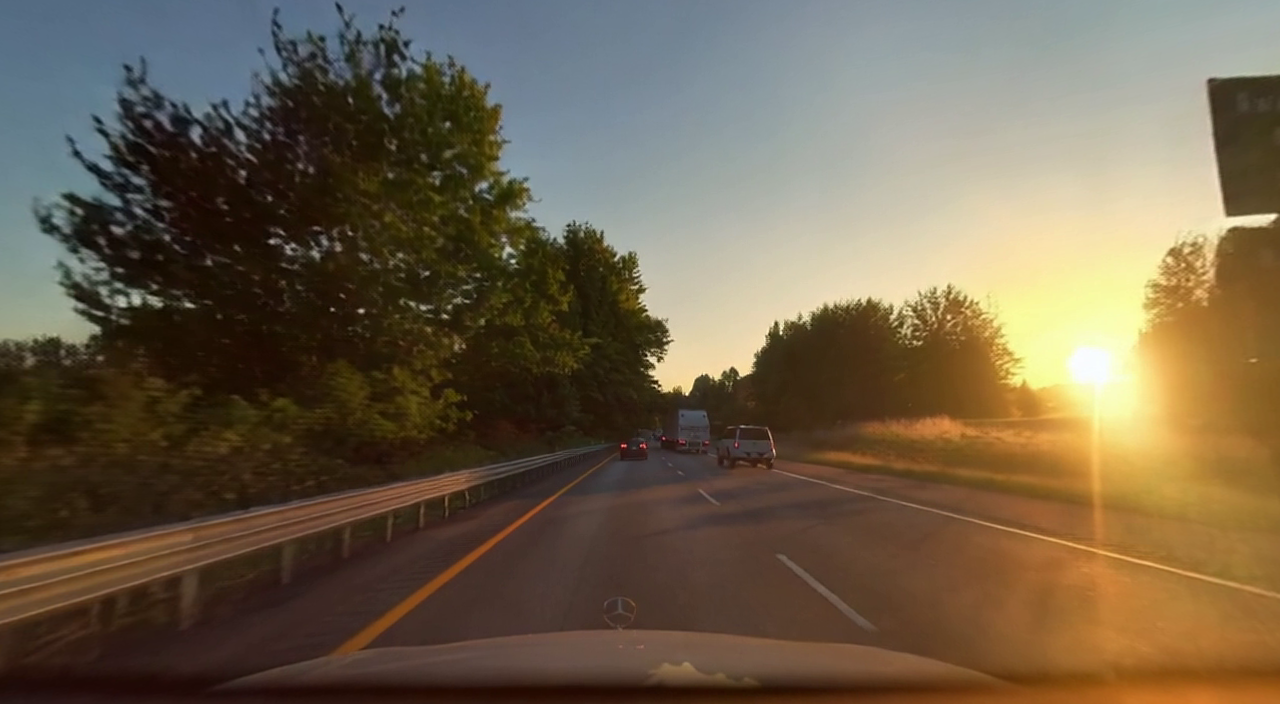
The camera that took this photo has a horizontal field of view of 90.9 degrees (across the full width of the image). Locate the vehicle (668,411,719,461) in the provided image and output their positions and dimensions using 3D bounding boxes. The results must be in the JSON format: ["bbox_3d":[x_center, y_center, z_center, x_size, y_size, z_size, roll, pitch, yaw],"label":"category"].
[{"bbox_3d":[3.476,5.705,42.952,2.728,3.053,7.708,0,-8,0],"label":"vehicle"}]

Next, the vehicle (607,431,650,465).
[{"bbox_3d":[-0.603,5.175,34.258,2.206,1.681,4.111,0,-8,-1],"label":"vehicle"}]

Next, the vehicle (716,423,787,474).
[{"bbox_3d":[4.465,3.910,25.886,2.073,1.905,4.023,0,-8,-1],"label":"vehicle"}]
